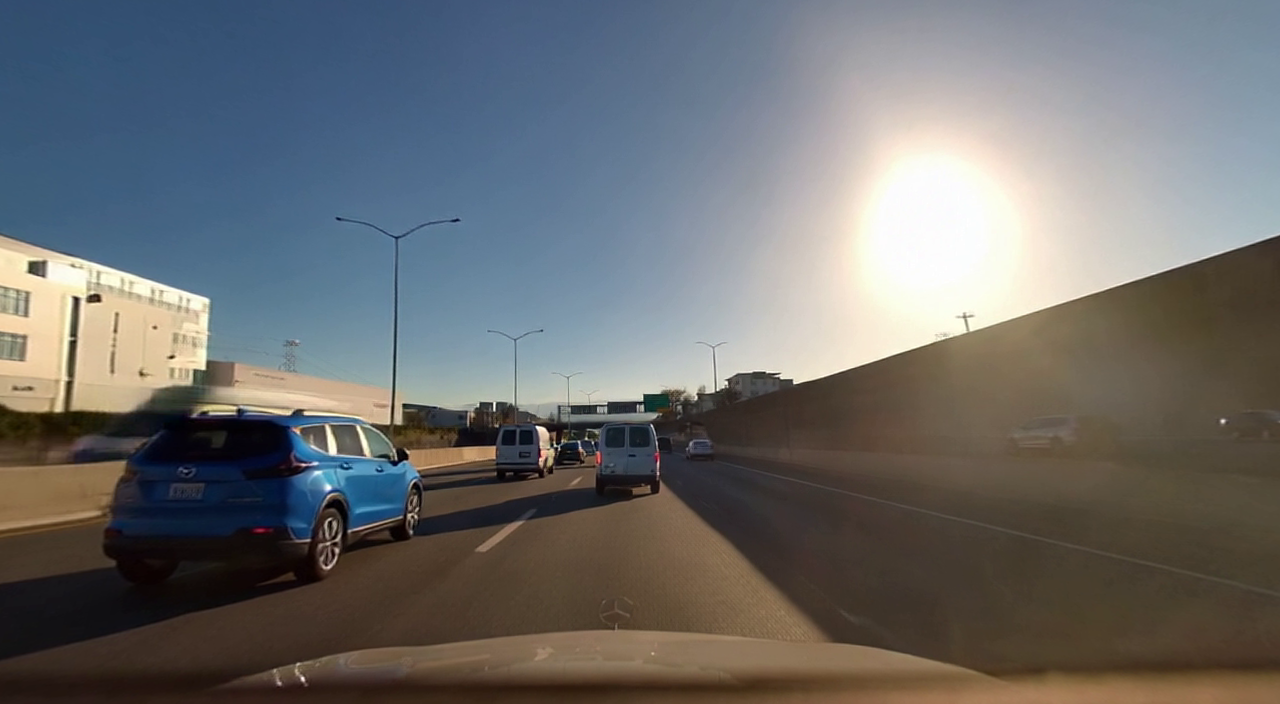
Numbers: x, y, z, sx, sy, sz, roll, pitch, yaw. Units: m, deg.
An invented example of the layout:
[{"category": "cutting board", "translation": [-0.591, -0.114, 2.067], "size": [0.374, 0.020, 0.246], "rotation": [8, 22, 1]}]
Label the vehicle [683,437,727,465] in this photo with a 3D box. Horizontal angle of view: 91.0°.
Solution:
[{"category": "vehicle", "translation": [3.732, 5.760, 36.738], "size": [1.999, 1.494, 3.833], "rotation": [0, -8, -3]}]

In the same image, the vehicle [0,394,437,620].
[{"category": "vehicle", "translation": [-3.948, 1.491, 7.068], "size": [1.972, 1.703, 4.333], "rotation": [0, -8, -1]}]

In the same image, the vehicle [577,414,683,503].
[{"category": "vehicle", "translation": [-0.281, 2.630, 15.940], "size": [2.304, 1.925, 4.282], "rotation": [0, -8, -1]}]

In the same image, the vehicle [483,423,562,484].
[{"category": "vehicle", "translation": [-4.047, 3.567, 22.396], "size": [2.038, 1.936, 4.300], "rotation": [0, -8, -1]}]

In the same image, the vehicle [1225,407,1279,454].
[{"category": "vehicle", "translation": [30.936, 3.973, 31.761], "size": [1.480, 2.238, 1.864], "rotation": [-5, -9, 29]}]
